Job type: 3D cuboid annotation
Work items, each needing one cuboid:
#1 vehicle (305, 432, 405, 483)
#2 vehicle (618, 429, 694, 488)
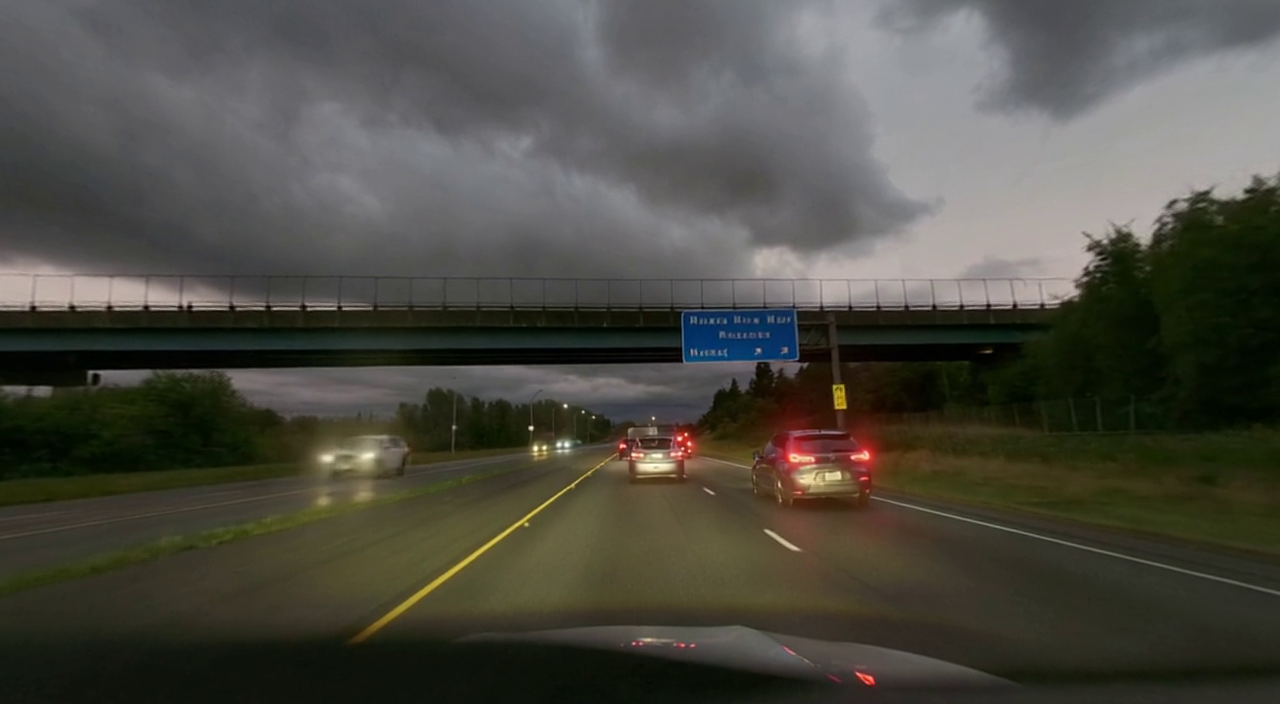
[{"bbox_3d":[-11.766,4.366,26.415,2.082,1.833,4.755,-2,-8,-1],"label":"vehicle"},{"bbox_3d":[0.378,3.306,19.874,2.092,1.636,4.024,0,-8,-3],"label":"vehicle"}]
